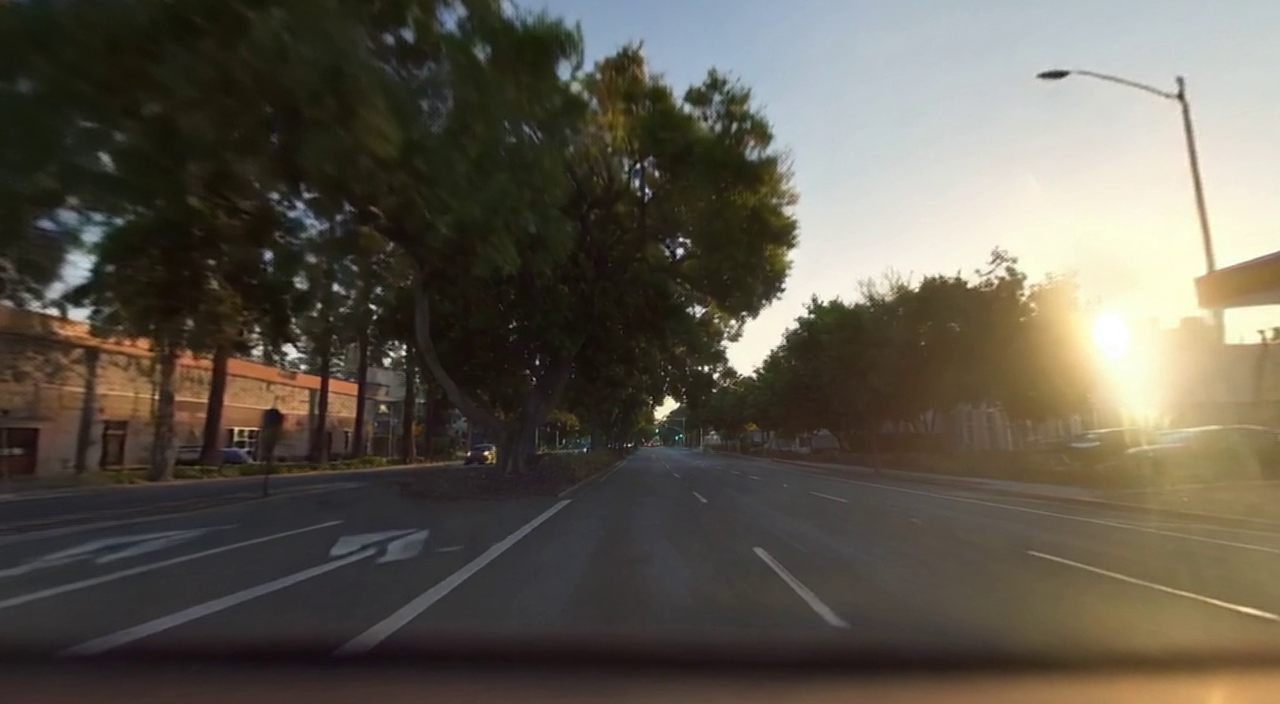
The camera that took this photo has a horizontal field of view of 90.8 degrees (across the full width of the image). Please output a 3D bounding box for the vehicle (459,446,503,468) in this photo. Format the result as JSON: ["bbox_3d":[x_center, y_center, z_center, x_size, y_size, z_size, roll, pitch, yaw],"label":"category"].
[{"bbox_3d":[-11.684,7.750,46.827,1.972,1.466,4.683,0,-8,1],"label":"vehicle"}]
